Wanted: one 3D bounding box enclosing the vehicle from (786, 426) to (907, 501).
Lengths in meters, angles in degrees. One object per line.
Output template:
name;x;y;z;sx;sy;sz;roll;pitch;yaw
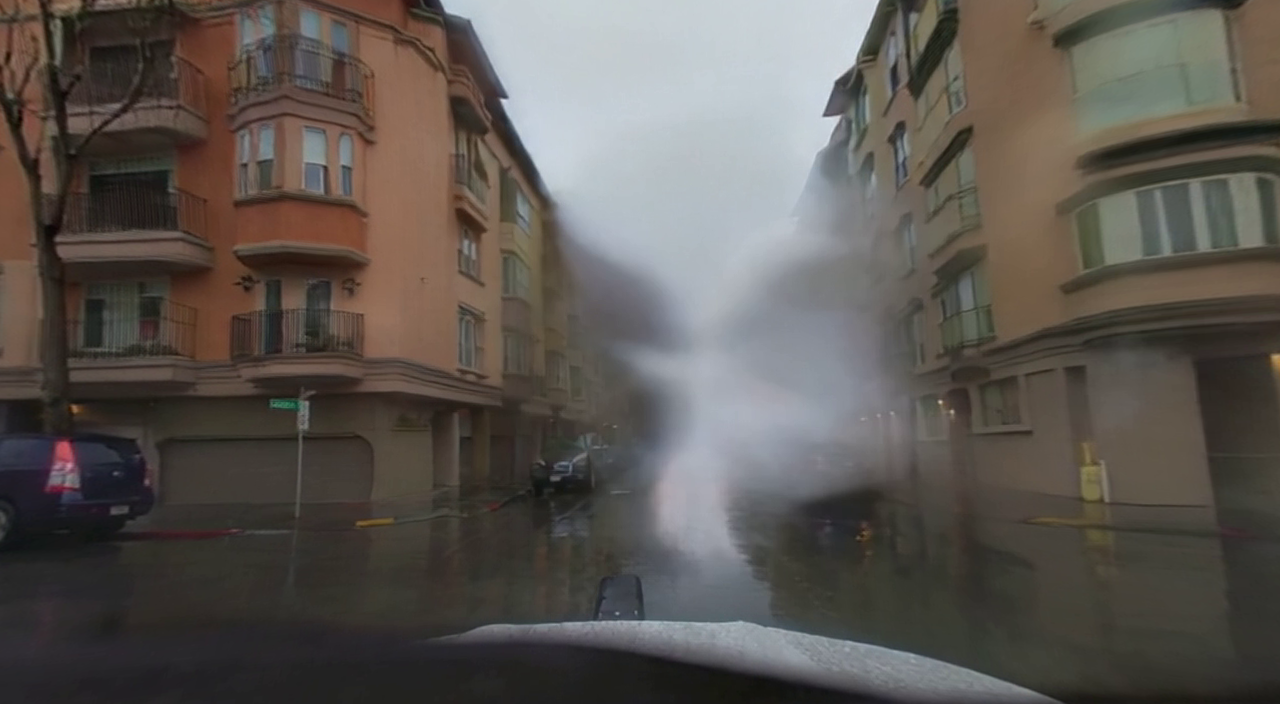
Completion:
vehicle;4.798;2.611;15.217;1.868;1.544;3.869;-1;-8;4

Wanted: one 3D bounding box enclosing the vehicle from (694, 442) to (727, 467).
vehicle;5.228;7.542;46.679;2.341;1.675;4.360;-1;-8;6

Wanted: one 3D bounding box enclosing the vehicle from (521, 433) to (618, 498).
vehicle;-1.672;2.830;16.188;1.882;1.459;3.518;-1;-8;3

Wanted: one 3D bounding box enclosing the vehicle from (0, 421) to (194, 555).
vehicle;-9.475;1.857;9.068;4.679;1.631;2.025;-1;-8;6
